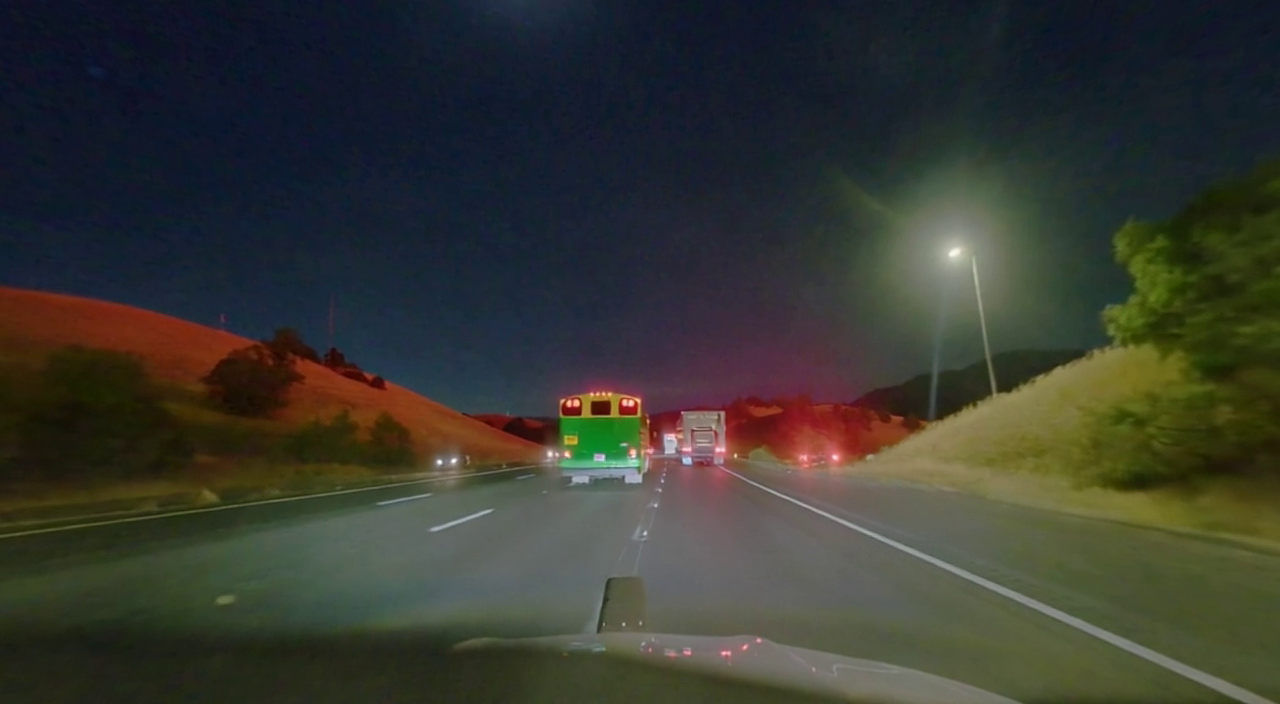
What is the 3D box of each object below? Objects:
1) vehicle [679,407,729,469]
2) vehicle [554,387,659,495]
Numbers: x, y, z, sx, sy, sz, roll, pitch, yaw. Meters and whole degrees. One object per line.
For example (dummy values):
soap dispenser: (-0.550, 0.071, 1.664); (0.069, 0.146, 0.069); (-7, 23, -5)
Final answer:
vehicle: (4.104, 5.774, 41.744); (2.716, 3.705, 7.018); (0, -9, 1)
vehicle: (-0.869, 3.465, 24.503); (2.948, 3.265, 10.569); (0, -8, 3)
